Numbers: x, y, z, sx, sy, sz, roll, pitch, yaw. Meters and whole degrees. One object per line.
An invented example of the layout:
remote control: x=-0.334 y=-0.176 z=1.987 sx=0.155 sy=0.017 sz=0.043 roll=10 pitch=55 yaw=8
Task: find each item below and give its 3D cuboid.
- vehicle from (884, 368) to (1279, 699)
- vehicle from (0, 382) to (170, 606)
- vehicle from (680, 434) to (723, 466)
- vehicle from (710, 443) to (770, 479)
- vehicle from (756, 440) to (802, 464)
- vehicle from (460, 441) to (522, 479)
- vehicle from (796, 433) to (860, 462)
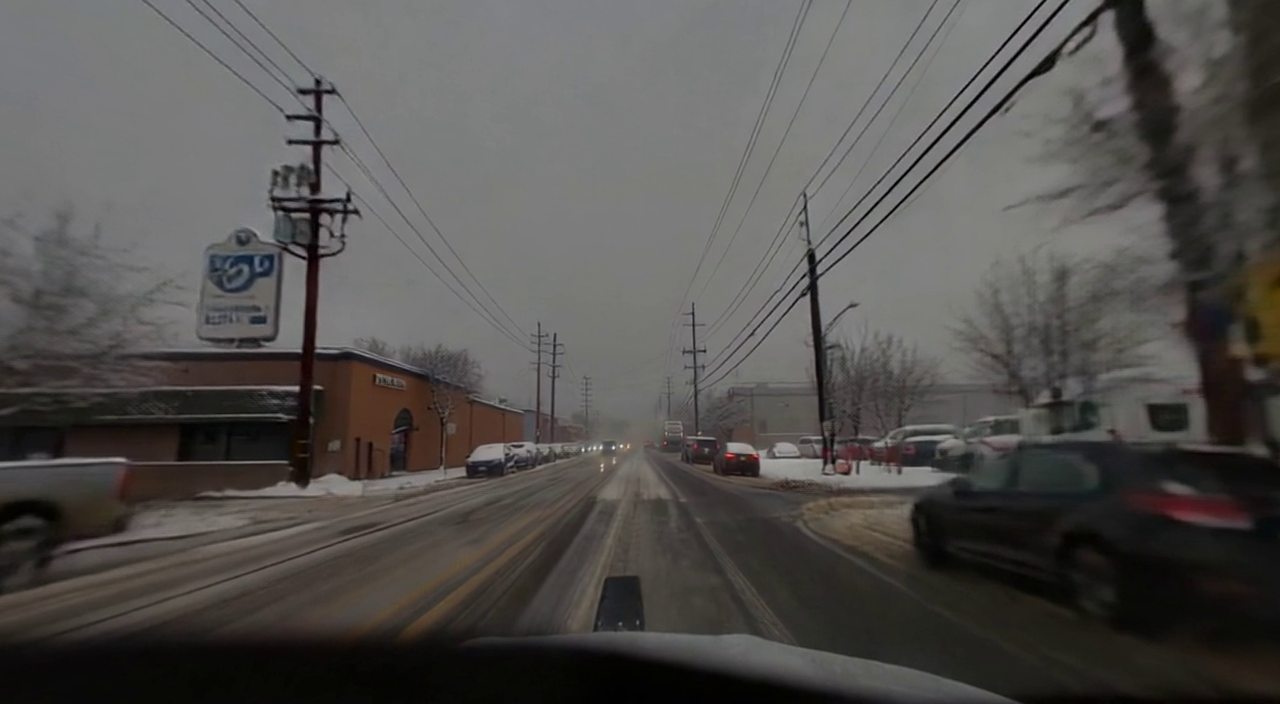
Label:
vehicle: x=4.277 y=1.352 z=5.988 sx=2.087 sy=1.892 sz=4.579 roll=0 pitch=-8 yaw=0
vehicle: x=-7.547 y=1.275 z=4.969 sx=2.692 sy=2.152 sz=6.686 roll=-2 pitch=-8 yaw=-1
vehicle: x=4.021 y=6.557 z=42.491 sx=2.218 sy=1.956 sz=5.916 roll=0 pitch=-8 yaw=-1
vehicle: x=4.393 y=4.839 z=28.419 sx=1.919 sy=1.453 sz=4.425 roll=0 pitch=-8 yaw=-1
vehicle: x=8.923 y=6.483 z=40.947 sx=1.798 sy=1.370 sz=4.191 roll=-3 pitch=-9 yaw=-3
vehicle: x=-7.648 y=5.560 z=32.866 sx=2.194 sy=1.775 sz=4.482 roll=0 pitch=-8 yaw=-1
vehicle: x=12.128 y=6.213 z=41.121 sx=1.965 sy=1.705 sz=4.677 roll=0 pitch=-8 yaw=-10
